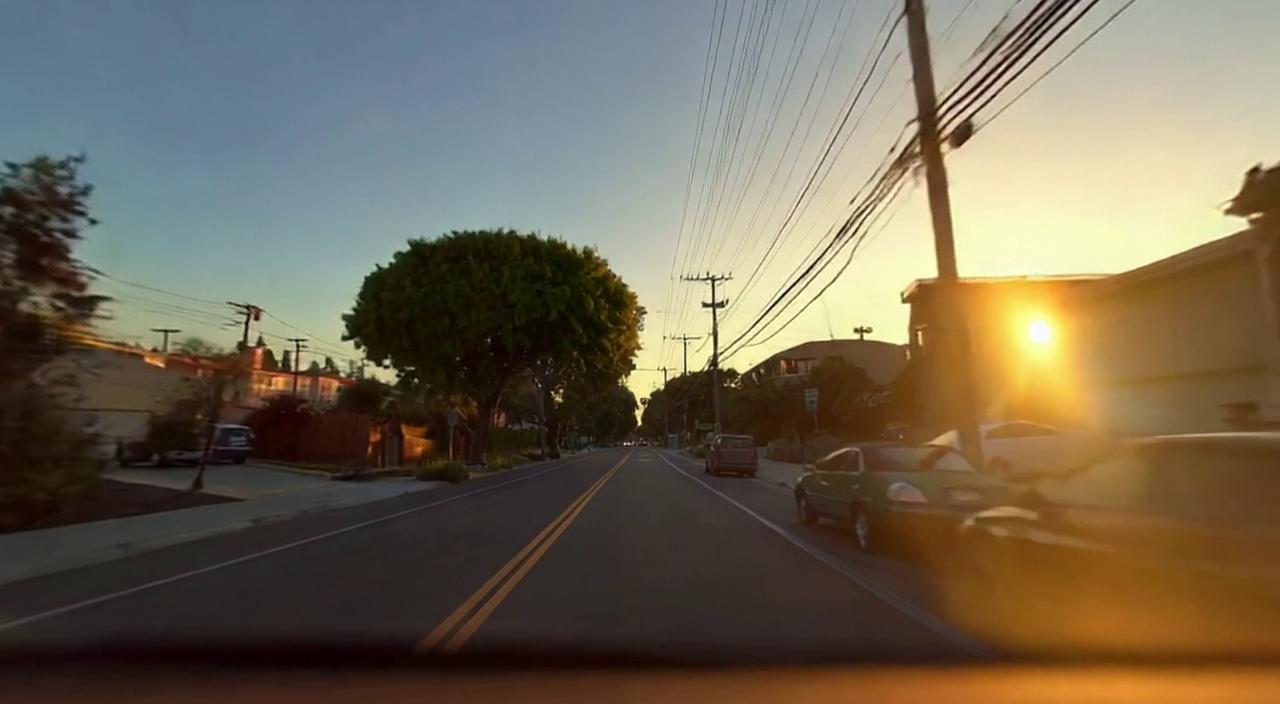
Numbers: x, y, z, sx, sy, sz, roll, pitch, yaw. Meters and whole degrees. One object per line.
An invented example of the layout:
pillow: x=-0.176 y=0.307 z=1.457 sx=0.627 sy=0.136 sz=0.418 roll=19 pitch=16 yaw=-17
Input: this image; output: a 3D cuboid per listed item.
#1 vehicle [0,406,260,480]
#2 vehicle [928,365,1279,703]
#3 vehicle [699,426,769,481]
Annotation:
vehicle: x=-21.366 y=3.833 z=27.644 sx=2.970 sy=2.515 sz=10.445 roll=-2 pitch=-7 yaw=0
vehicle: x=3.555 y=0.973 z=3.127 sx=1.955 sy=1.665 sz=4.818 roll=0 pitch=-8 yaw=0
vehicle: x=3.765 y=4.170 z=26.206 sx=2.088 sy=2.019 sz=4.802 roll=0 pitch=-8 yaw=-1
